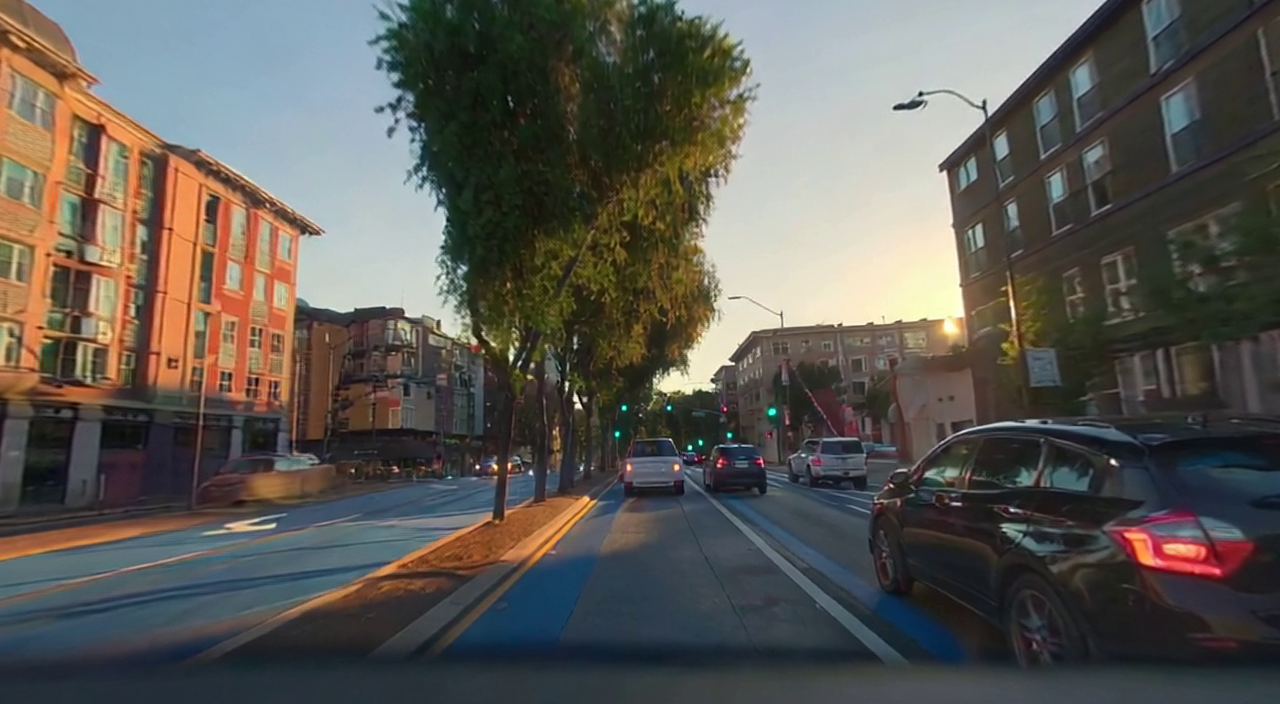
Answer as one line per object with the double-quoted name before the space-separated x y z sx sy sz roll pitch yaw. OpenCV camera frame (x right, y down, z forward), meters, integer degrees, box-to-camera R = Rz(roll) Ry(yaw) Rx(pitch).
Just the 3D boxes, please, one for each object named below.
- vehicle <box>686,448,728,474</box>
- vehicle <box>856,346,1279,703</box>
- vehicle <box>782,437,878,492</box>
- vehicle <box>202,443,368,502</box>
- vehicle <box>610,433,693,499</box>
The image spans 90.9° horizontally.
"vehicle" 3.891 6.427 37.412 2.045 1.465 4.355 0 -9 0
"vehicle" 3.168 1.149 4.328 1.939 1.746 4.091 0 -9 1
"vehicle" 6.709 4.028 22.888 2.066 1.790 4.663 0 -9 1
"vehicle" -13.886 4.731 25.412 2.640 2.054 6.504 -1 -9 3
"vehicle" 0.324 3.394 19.114 2.209 1.748 4.130 0 -9 0
